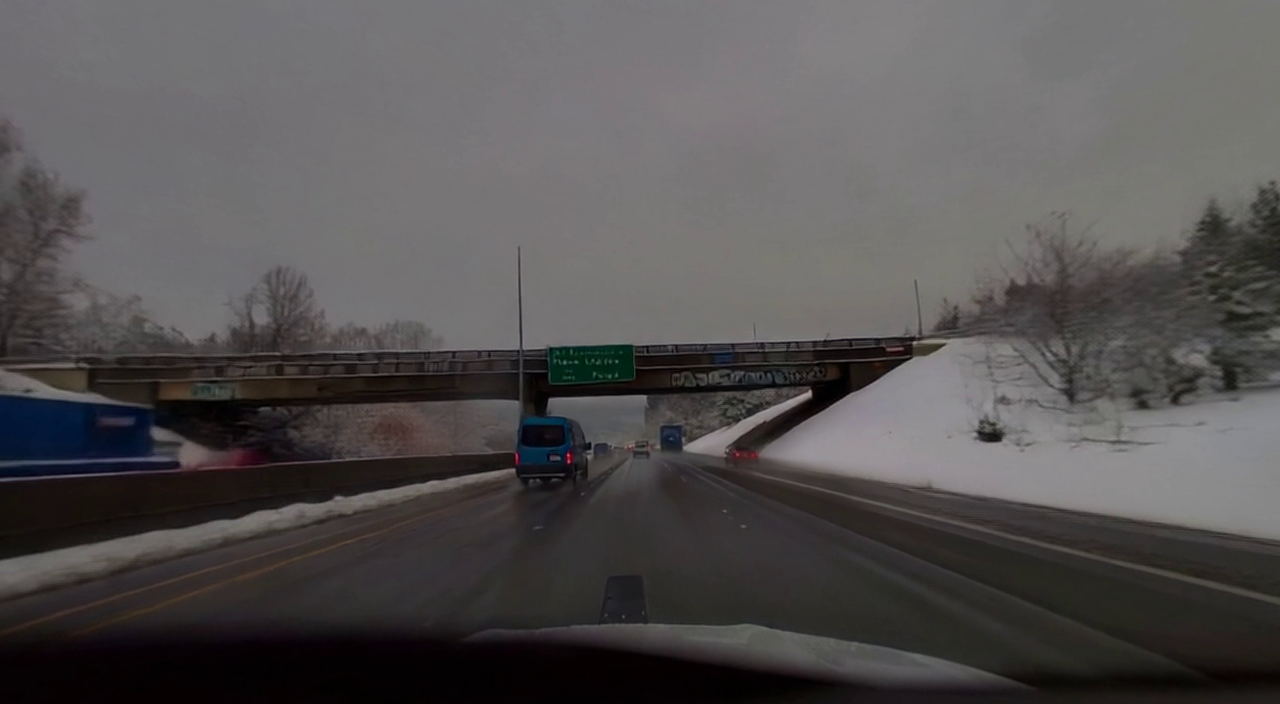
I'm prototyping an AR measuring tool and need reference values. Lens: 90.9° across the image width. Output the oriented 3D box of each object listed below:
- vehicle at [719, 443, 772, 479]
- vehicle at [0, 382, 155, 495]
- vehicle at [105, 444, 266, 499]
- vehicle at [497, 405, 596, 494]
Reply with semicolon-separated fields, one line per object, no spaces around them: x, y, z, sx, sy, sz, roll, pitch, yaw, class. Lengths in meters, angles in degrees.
5.216;5.442;31.732;1.936;1.664;4.198;0;-9;0;vehicle
-20.698;2.907;20.927;2.807;3.379;7.801;0;-9;0;vehicle
-16.279;4.299;23.007;2.186;1.770;4.958;0;-9;0;vehicle
-3.000;3.395;21.879;2.451;2.627;5.868;0;-9;0;vehicle
